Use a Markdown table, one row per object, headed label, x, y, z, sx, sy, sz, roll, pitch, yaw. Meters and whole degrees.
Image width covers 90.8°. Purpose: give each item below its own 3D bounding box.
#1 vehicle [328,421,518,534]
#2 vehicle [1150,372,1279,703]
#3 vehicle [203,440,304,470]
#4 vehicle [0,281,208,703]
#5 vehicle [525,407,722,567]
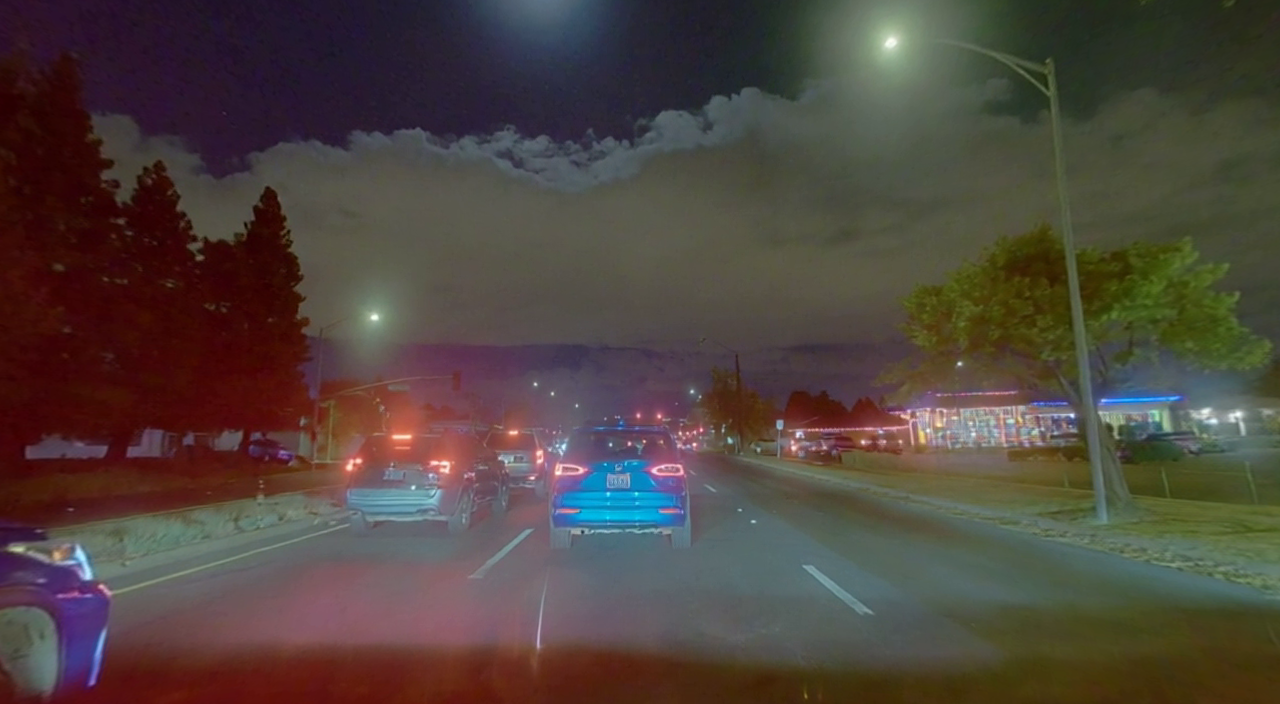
| label | x | y | z | sx | sy | sz | roll | pitch | yaw |
| --- | --- | --- | --- | --- | --- | --- | --- | --- | --- |
| vehicle | -3.667 | 2.200 | 11.656 | 1.948 | 1.668 | 4.279 | 0 | -8 | 0 |
| vehicle | 3.250 | 0.646 | 0.639 | 1.932 | 1.578 | 4.217 | 1 | -8 | 0 |
| vehicle | -28.503 | 7.591 | 46.832 | 5.856 | 2.096 | 2.481 | 3 | -9 | -18 |
| vehicle | -3.519 | 0.509 | 0.956 | 2.304 | 1.928 | 4.833 | 0 | -8 | -1 |
| vehicle | -0.191 | 1.744 | 8.878 | 2.112 | 1.693 | 4.058 | 0 | -8 | 0 |
